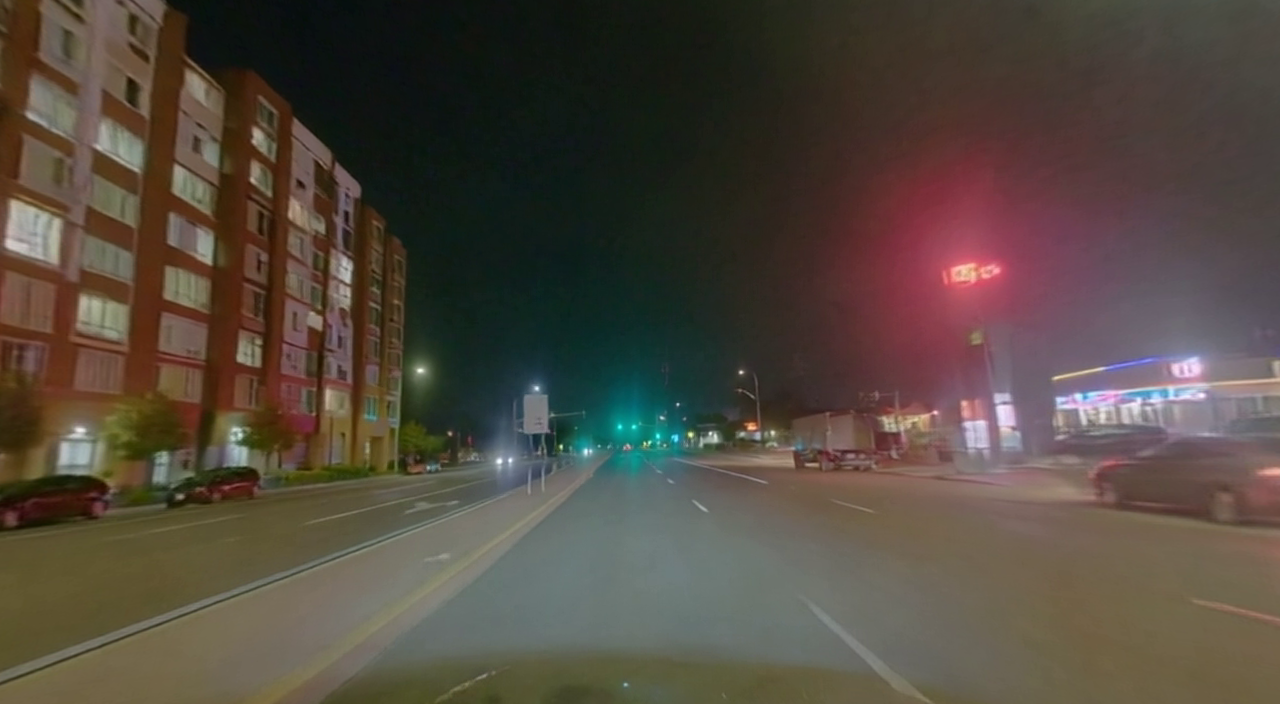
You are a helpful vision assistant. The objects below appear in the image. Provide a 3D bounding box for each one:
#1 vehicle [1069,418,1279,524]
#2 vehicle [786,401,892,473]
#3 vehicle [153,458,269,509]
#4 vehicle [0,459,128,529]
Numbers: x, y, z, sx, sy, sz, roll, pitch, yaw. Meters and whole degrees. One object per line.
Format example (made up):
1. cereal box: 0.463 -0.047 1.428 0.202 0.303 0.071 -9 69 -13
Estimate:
1. vehicle: 10.115 1.928 10.533 2.170 1.492 5.038 0 -9 -3
2. vehicle: 9.784 4.315 32.034 2.917 3.205 6.985 0 -8 -1
3. vehicle: -19.339 5.900 28.815 2.042 1.773 4.914 -4 -8 -2
4. vehicle: -19.095 4.311 19.072 2.247 1.820 5.907 -4 -8 2
